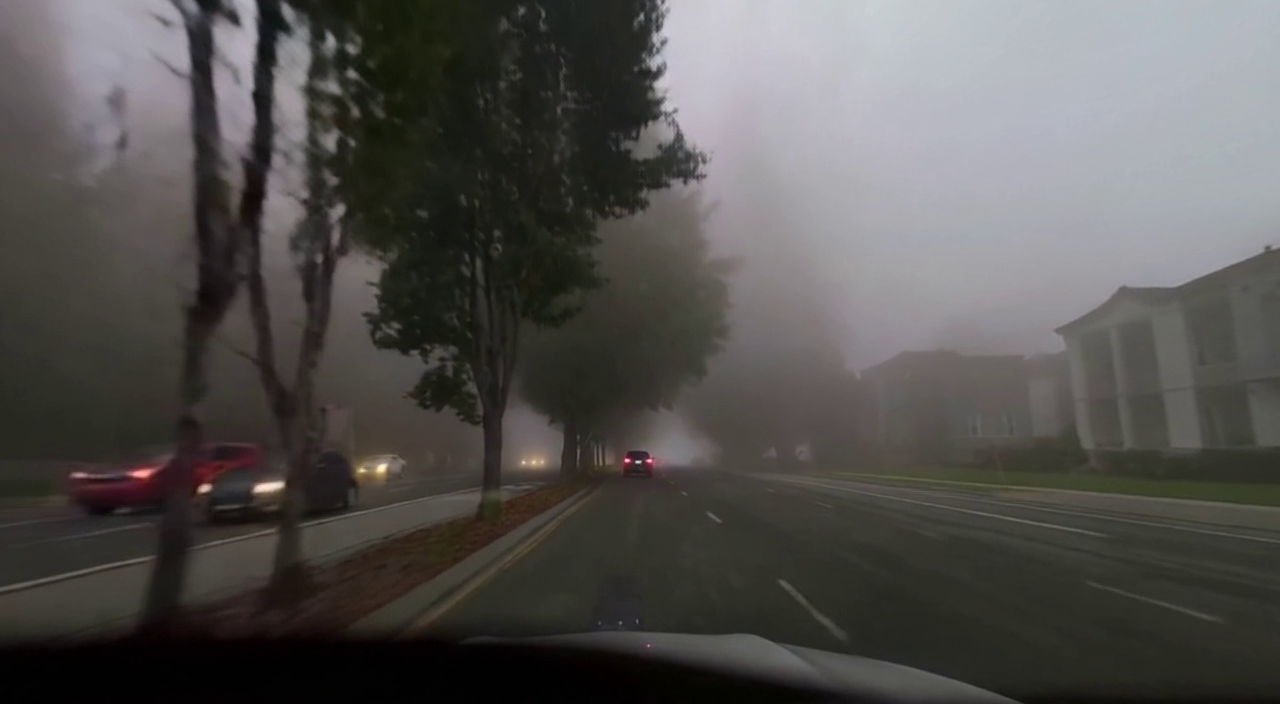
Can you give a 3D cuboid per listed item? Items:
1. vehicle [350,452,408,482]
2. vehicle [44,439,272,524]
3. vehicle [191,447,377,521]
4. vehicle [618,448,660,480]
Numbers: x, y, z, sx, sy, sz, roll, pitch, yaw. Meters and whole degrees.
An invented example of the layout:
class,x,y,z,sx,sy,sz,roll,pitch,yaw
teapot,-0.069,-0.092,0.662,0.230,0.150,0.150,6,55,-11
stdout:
class,x,y,z,sx,sy,sz,roll,pitch,yaw
vehicle,-18.387,8.064,44.753,2.048,1.955,4.692,0,-9,1
vehicle,-11.809,3.160,16.064,2.052,1.808,4.716,0,-8,0
vehicle,-8.469,3.132,15.621,1.957,1.527,4.411,0,-9,1
vehicle,0.011,5.919,33.652,2.093,1.591,4.247,0,-9,1
